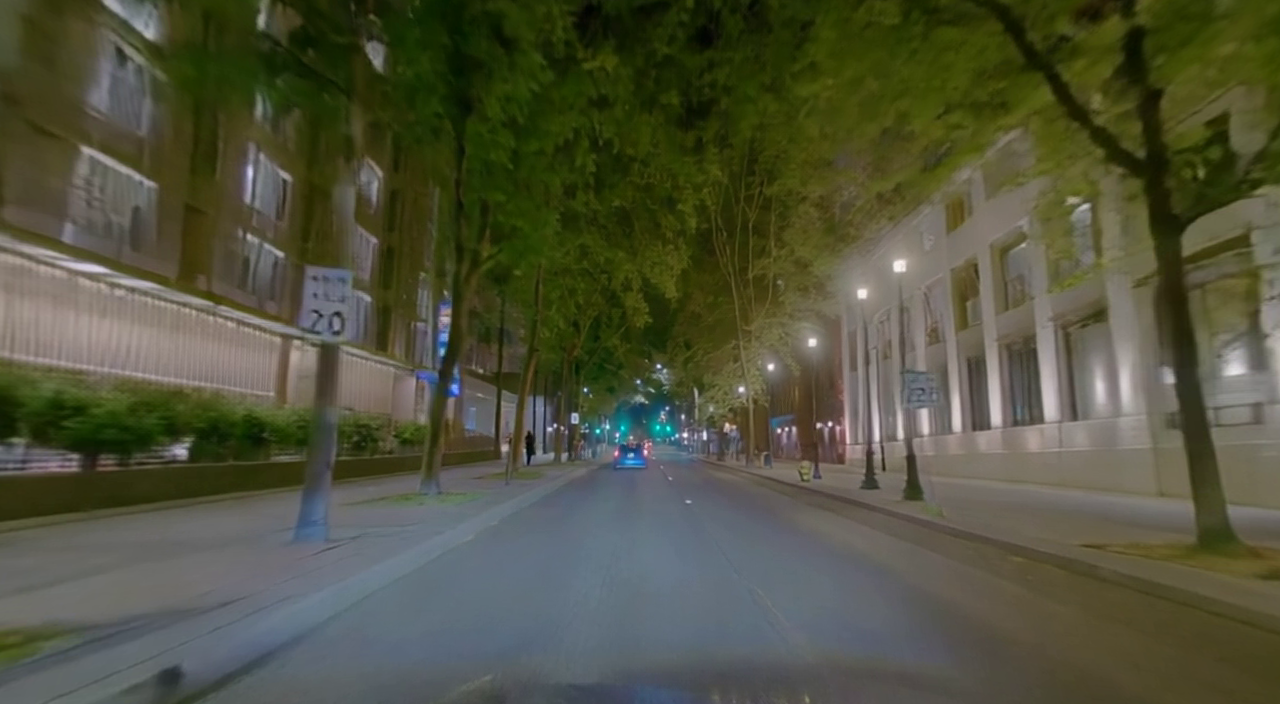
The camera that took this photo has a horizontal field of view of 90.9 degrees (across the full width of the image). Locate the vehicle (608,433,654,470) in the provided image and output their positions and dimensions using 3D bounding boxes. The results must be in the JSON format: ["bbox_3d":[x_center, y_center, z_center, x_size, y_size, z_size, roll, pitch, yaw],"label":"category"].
[{"bbox_3d":[-0.450,4.821,30.609,2.079,1.621,3.861,0,-9,-1],"label":"vehicle"}]
